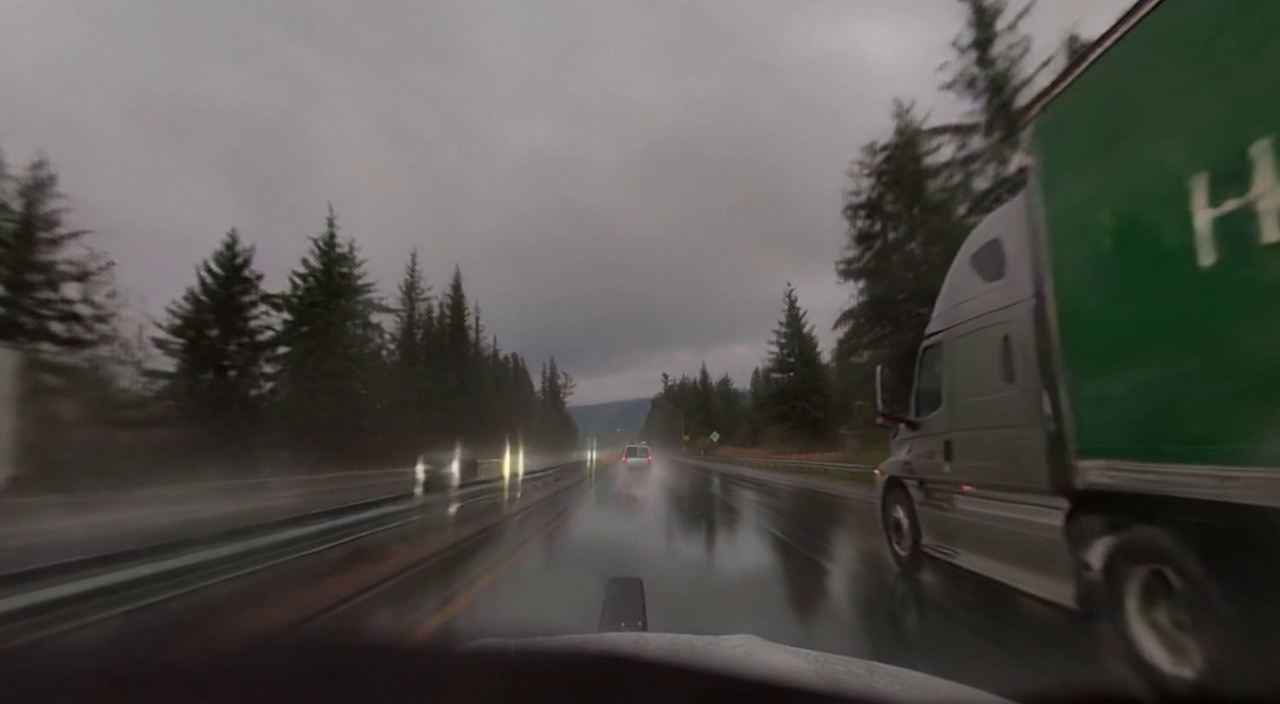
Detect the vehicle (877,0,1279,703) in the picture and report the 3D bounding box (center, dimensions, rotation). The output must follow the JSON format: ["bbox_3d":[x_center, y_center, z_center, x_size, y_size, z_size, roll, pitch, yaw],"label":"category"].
[{"bbox_3d":[4.222,0.074,4.227,2.945,3.903,5.826,0,-9,1],"label":"vehicle"}]

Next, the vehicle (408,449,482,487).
[{"bbox_3d":[-8.711,5.205,28.556,2.014,1.567,4.117,0,-9,0],"label":"vehicle"}]

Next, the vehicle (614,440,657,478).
[{"bbox_3d":[-0.215,5.645,33.298,2.105,1.865,4.102,0,-9,0],"label":"vehicle"}]
